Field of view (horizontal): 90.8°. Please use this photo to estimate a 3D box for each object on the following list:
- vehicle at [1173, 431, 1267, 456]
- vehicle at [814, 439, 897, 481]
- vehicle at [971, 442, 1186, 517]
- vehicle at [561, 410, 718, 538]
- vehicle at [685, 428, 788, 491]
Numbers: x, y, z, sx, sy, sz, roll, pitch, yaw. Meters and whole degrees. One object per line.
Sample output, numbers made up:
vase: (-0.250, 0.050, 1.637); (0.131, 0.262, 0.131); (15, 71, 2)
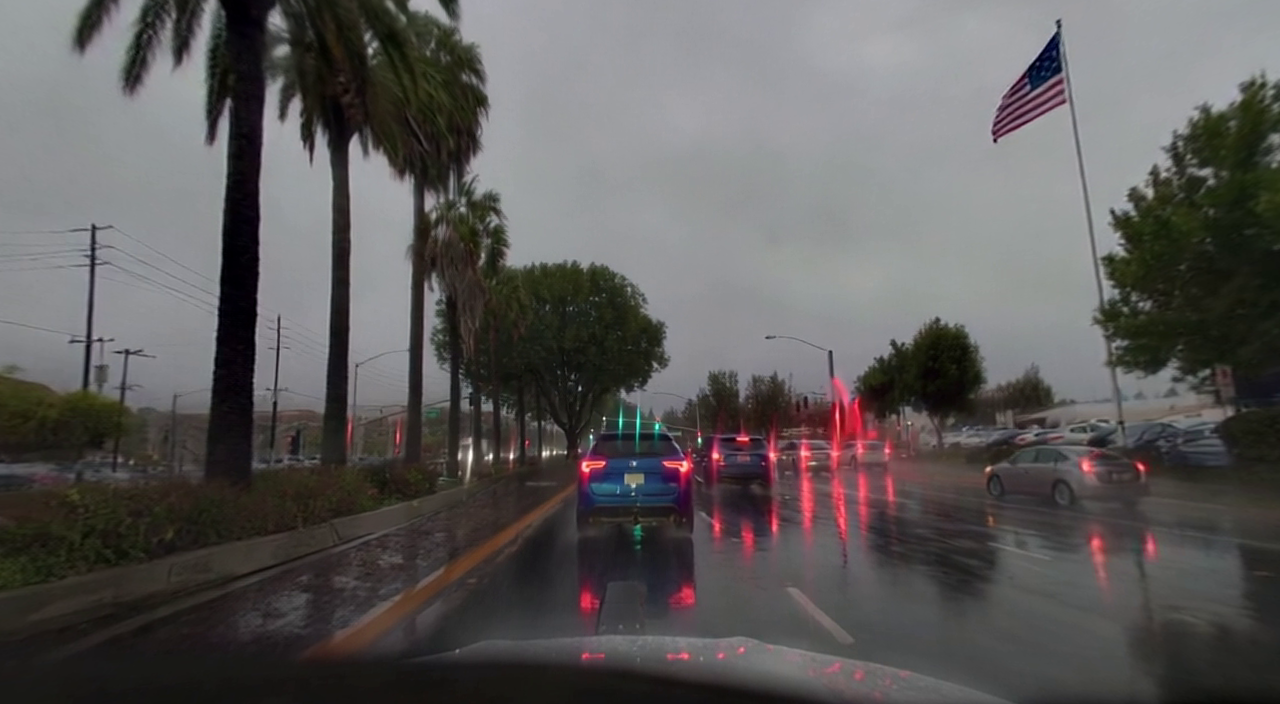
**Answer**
vehicle: (36.394, 5.800, 39.813); (1.839, 1.455, 4.395); (0, -9, 2)
vehicle: (10.057, 5.064, 29.938); (2.155, 1.779, 4.582); (0, -9, -2)
vehicle: (9.902, 2.875, 14.797); (1.967, 1.485, 4.267); (0, -9, 1)
vehicle: (-0.036, 2.216, 12.043); (2.402, 1.938, 4.535); (0, -9, -1)
vehicle: (3.329, 3.928, 23.507); (2.773, 2.021, 6.212); (0, -9, -1)
